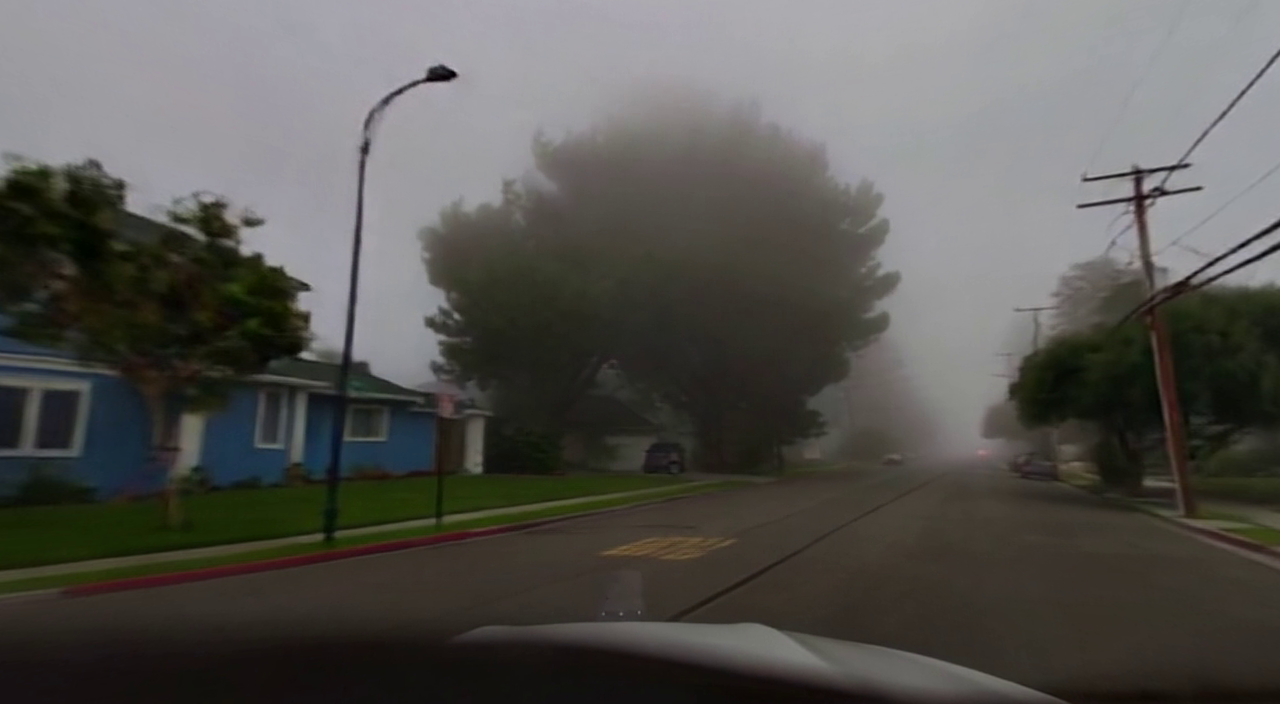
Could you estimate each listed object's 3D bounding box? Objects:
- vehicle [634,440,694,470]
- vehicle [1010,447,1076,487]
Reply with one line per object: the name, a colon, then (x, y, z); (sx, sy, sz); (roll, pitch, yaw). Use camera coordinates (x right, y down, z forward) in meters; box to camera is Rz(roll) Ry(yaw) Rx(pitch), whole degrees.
vehicle: (1.687, 6.774, 41.385); (2.034, 1.829, 5.161); (-4, -11, 25)
vehicle: (21.376, 6.053, 33.713); (2.114, 1.858, 5.144); (-3, -9, 24)
